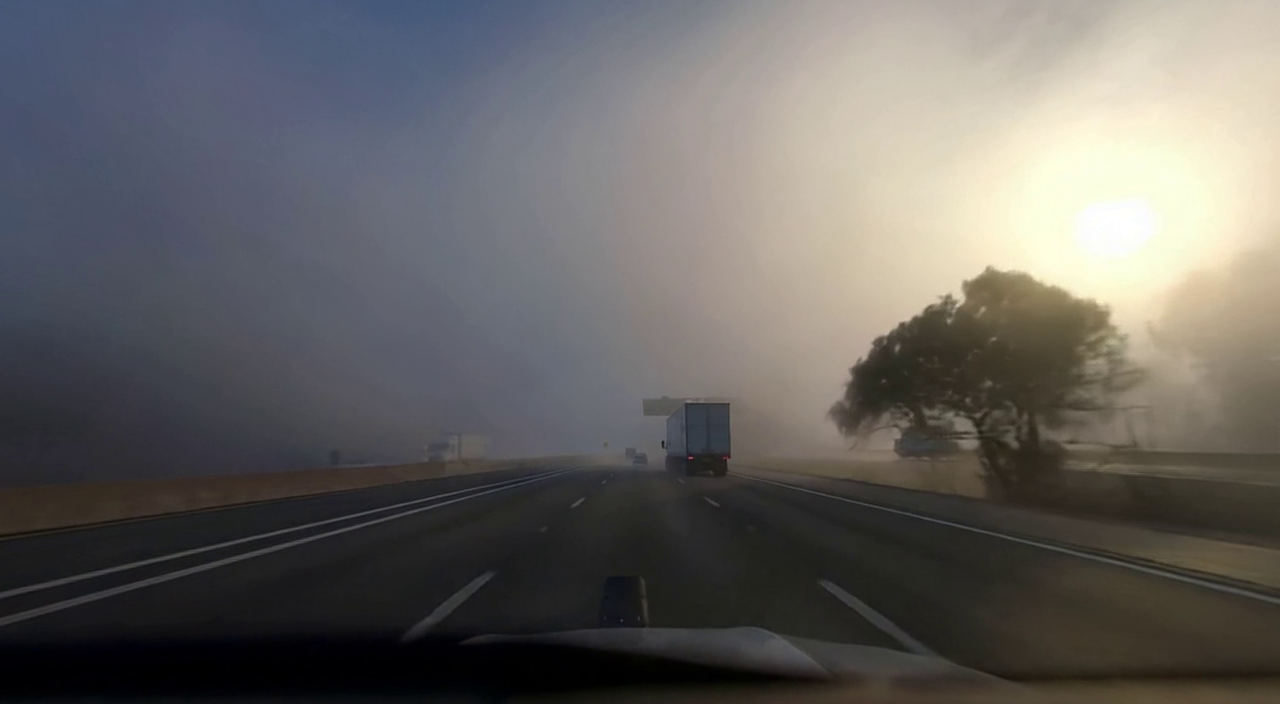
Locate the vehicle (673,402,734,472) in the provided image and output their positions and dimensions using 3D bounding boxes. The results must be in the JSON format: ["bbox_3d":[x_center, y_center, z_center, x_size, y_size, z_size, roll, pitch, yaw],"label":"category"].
[{"bbox_3d":[4.265,6.234,45.424,3.058,4.312,12.251,0,-9,0],"label":"vehicle"}]
